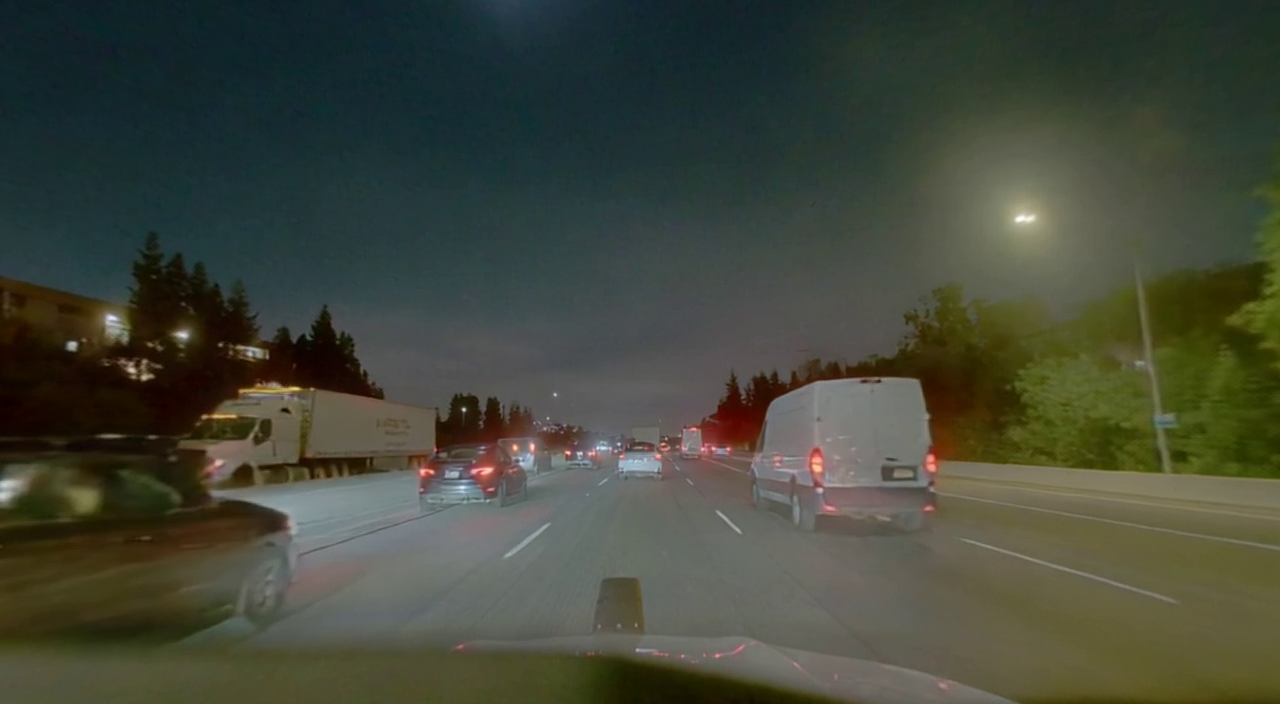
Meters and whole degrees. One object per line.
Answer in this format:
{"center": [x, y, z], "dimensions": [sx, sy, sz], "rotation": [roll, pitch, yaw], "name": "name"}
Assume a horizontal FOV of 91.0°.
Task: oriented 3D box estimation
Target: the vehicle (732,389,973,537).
{"center": [3.415, 1.987, 11.743], "dimensions": [2.460, 2.086, 5.576], "rotation": [0, -9, -1], "name": "vehicle"}

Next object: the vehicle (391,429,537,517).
{"center": [-3.591, 2.557, 13.751], "dimensions": [1.956, 1.602, 4.258], "rotation": [0, -9, 0], "name": "vehicle"}

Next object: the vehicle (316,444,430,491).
{"center": [-9.078, 3.939, 21.923], "dimensions": [1.937, 1.450, 4.569], "rotation": [0, -9, 1], "name": "vehicle"}

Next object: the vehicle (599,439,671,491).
{"center": [-0.158, 3.495, 19.852], "dimensions": [2.053, 1.461, 3.941], "rotation": [0, -9, -1], "name": "vehicle"}

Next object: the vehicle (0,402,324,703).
{"center": [-3.562, 0.959, 2.617], "dimensions": [2.098, 1.463, 4.578], "rotation": [0, -9, 0], "name": "vehicle"}

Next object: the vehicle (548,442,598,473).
{"center": [-3.395, 5.442, 32.660], "dimensions": [2.062, 1.459, 4.365], "rotation": [0, -9, 0], "name": "vehicle"}
